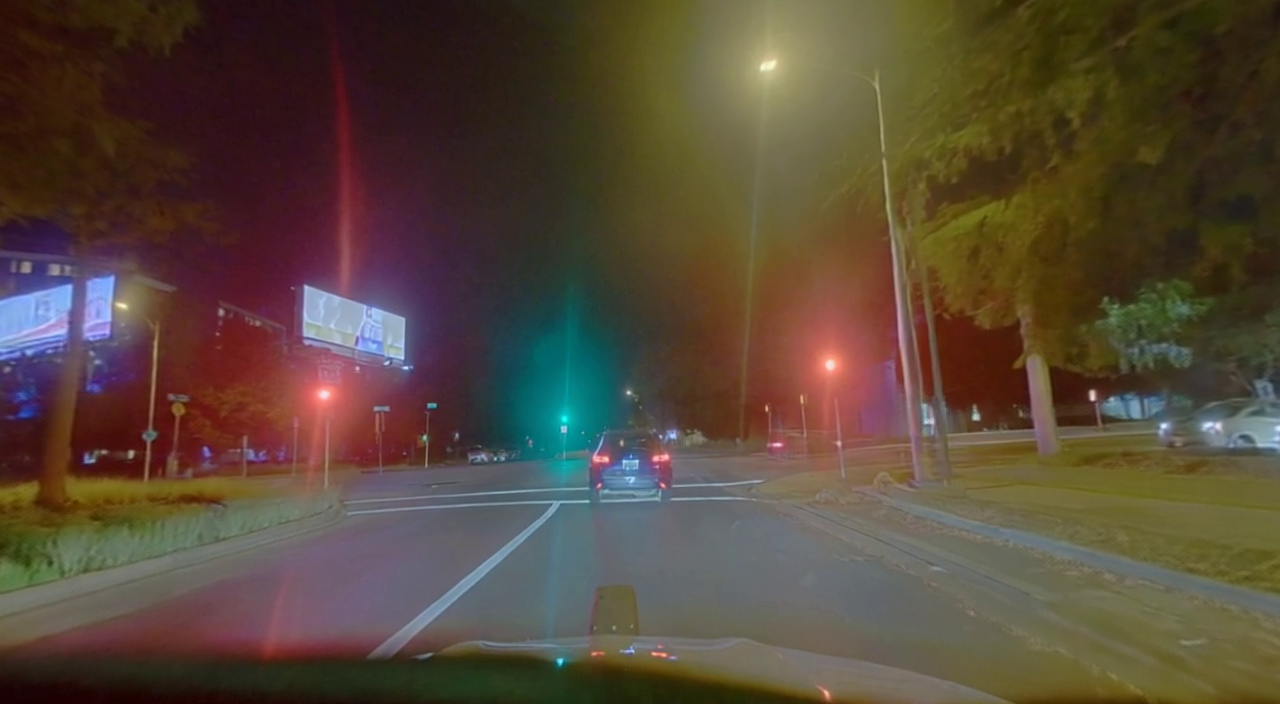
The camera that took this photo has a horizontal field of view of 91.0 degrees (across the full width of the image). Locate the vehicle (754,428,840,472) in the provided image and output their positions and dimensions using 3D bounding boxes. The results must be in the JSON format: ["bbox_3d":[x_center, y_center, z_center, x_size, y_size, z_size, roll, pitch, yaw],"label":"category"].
[{"bbox_3d":[6.243,3.824,24.858,3.403,1.602,1.716,7,-11,-44],"label":"vehicle"}]

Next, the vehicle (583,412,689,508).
[{"bbox_3d":[-0.152,2.463,14.743,2.142,1.904,3.816,0,-8,-2],"label":"vehicle"}]

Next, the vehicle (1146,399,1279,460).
[{"bbox_3d":[15.965,2.037,16.432,3.750,1.502,1.781,-2,-8,14],"label":"vehicle"}]

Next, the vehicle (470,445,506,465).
[{"bbox_3d":[-11.761,7.987,48.982,1.989,1.403,4.331,0,-8,-3],"label":"vehicle"}]
